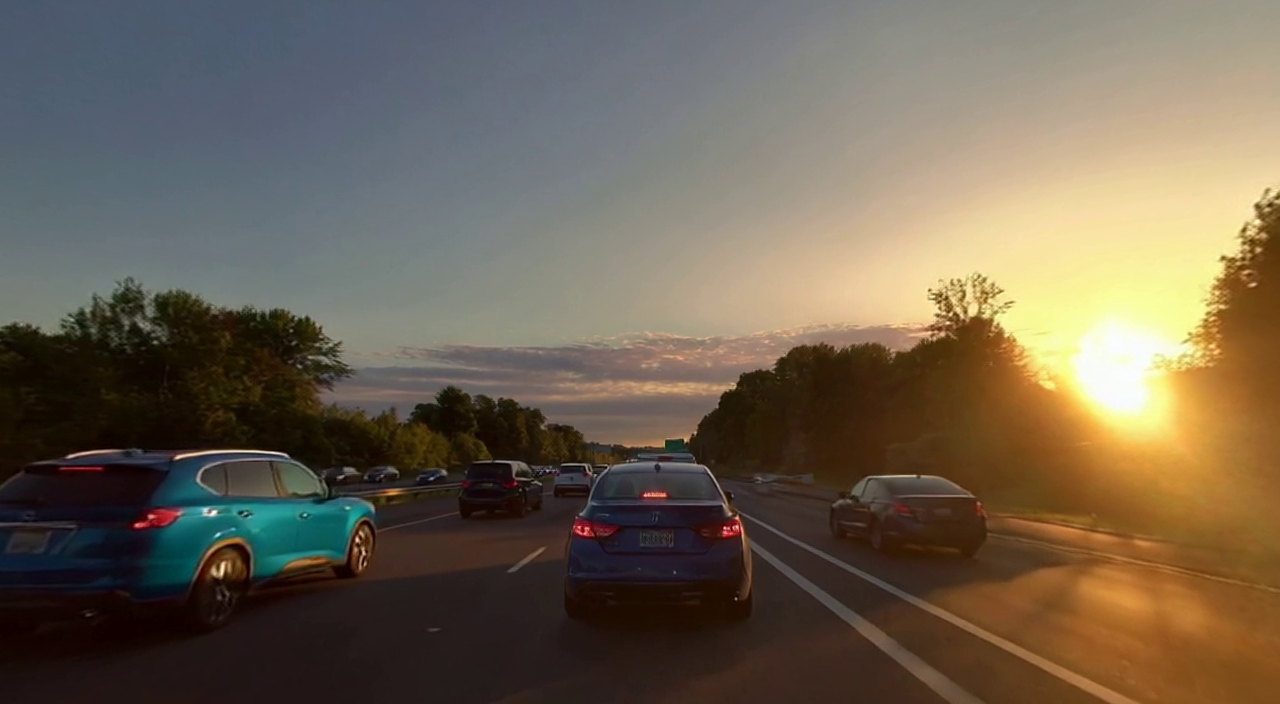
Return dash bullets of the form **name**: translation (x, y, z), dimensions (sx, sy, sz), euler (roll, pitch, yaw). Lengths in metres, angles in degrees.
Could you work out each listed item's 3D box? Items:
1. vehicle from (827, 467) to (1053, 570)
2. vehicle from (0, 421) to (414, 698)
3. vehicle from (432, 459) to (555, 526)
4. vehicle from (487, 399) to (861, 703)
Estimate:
- **vehicle**: translation (4.795, 2.712, 10.920), dimensions (1.870, 1.382, 4.287), euler (0, -11, 1)
- **vehicle**: translation (-3.919, 1.583, 5.831), dimensions (1.994, 1.556, 4.263), euler (0, -11, 1)
- **vehicle**: translation (-3.686, 3.655, 16.808), dimensions (1.960, 1.502, 4.593), euler (0, -11, 3)
- **vehicle**: translation (0.162, 1.519, 5.627), dimensions (2.057, 1.725, 4.126), euler (1, -11, -1)
